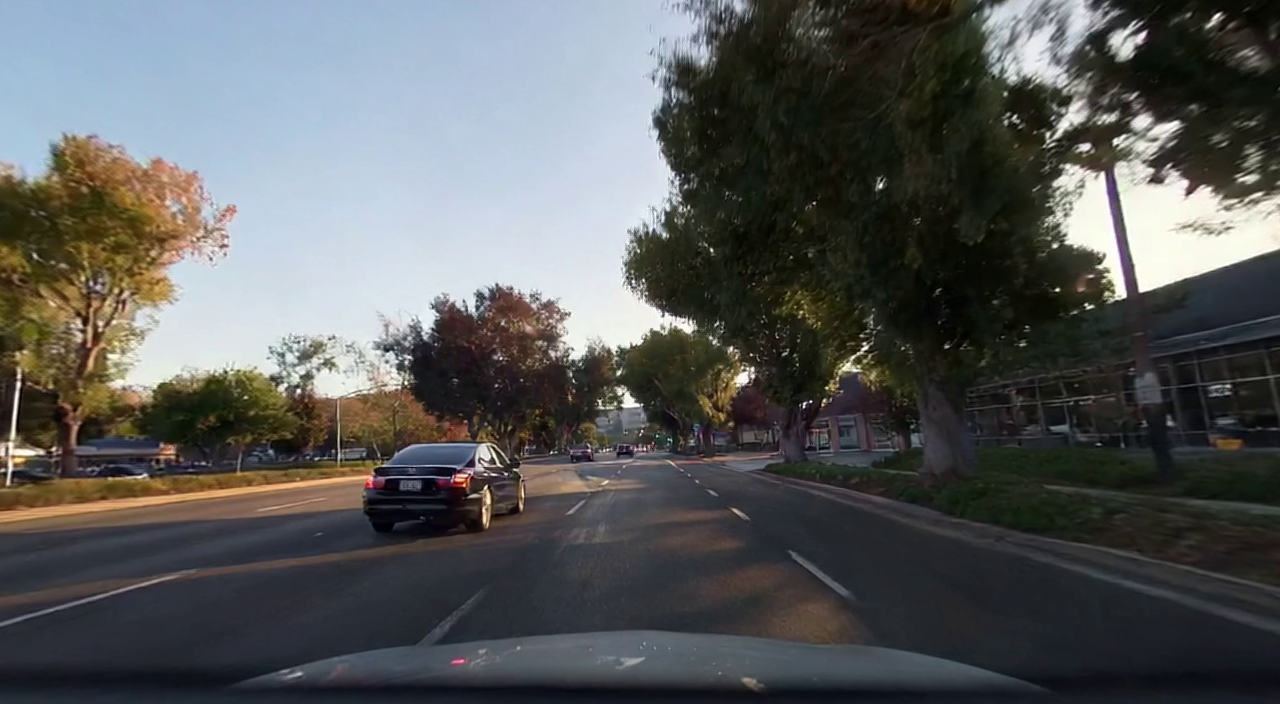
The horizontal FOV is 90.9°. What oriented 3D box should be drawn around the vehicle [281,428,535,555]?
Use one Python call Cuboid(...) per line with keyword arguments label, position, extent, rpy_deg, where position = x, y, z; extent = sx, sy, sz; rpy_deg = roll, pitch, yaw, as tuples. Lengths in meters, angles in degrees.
Cuboid(label="vehicle", position=(-3.129, 1.985, 9.730), extent=(2.152, 1.479, 4.394), rpy_deg=(0, -9, 2))
